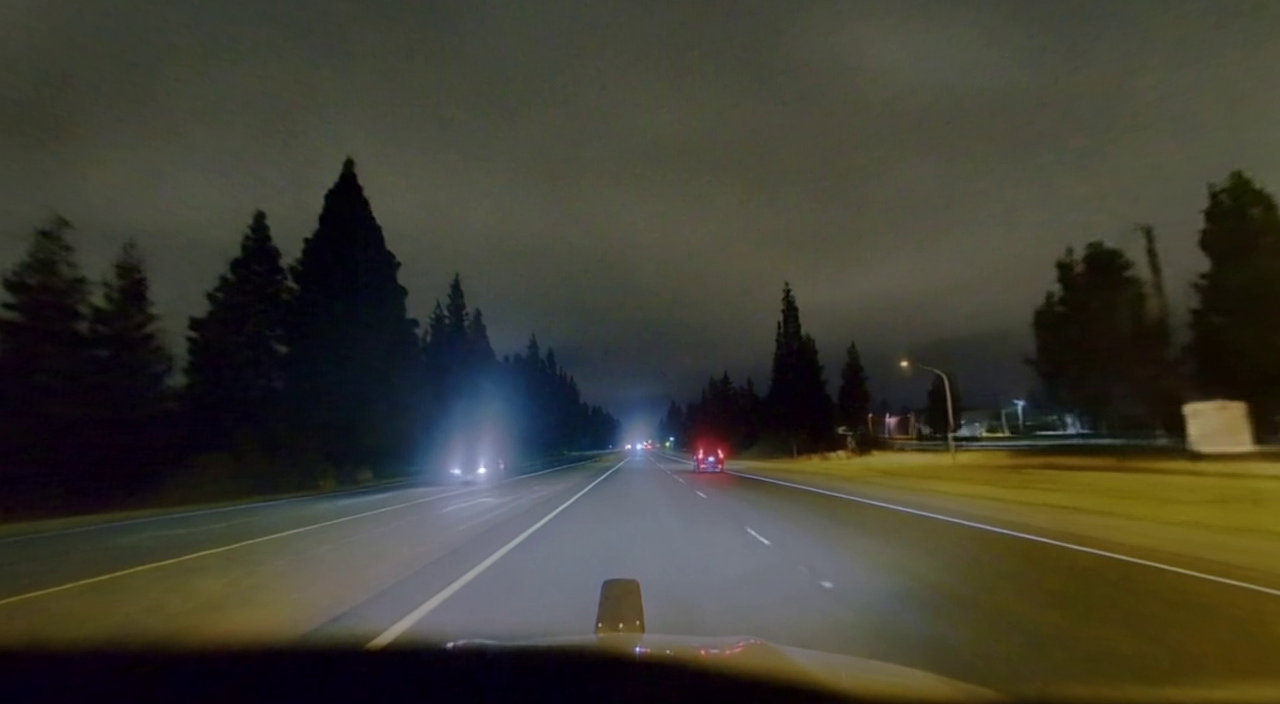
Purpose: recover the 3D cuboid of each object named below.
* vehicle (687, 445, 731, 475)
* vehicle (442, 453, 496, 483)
[{"bbox_3d":[3.909,6.241,36.612,2.013,1.584,3.995,0,-9,-1],"label":"vehicle"},{"bbox_3d":[-9.894,6.693,36.774,1.887,1.603,4.509,0,-9,0],"label":"vehicle"}]
